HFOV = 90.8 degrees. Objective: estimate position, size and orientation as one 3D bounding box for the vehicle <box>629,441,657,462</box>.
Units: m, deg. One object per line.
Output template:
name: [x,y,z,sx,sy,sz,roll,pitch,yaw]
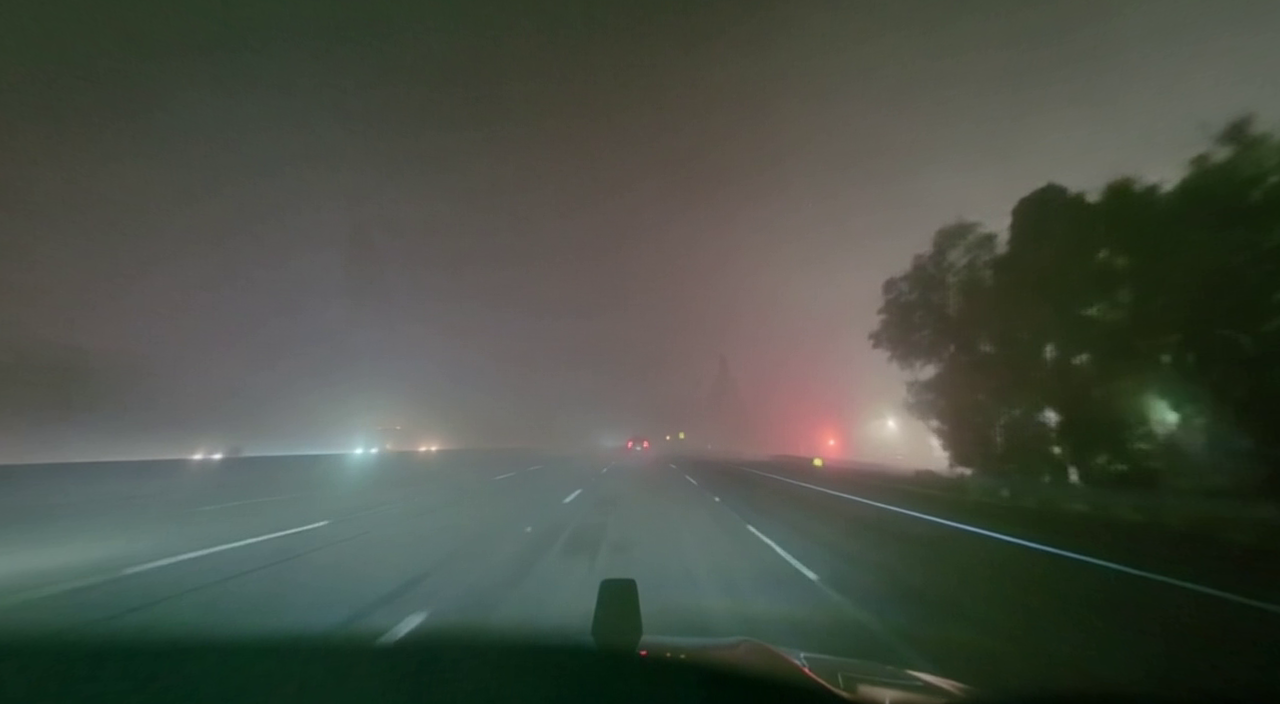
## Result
vehicle: [0.189,7.481,47.741,2.021,1.528,4.154,0,-8,0]
